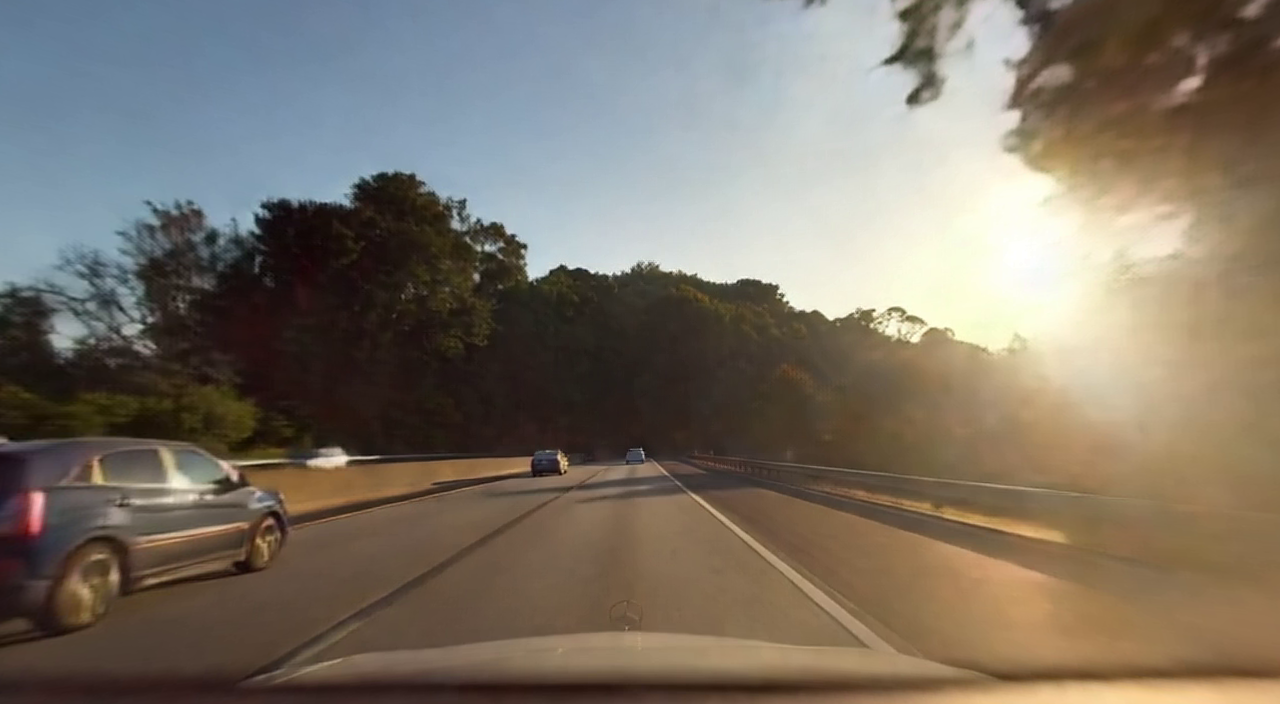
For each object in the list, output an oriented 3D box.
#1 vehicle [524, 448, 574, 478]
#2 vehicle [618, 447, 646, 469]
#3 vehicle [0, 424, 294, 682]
[{"bbox_3d":[-4.768,5.850,33.614,2.052,1.468,4.390,0,-9,0],"label":"vehicle"},{"bbox_3d":[-0.694,8.214,49.076,2.070,1.603,4.806,0,-9,-2],"label":"vehicle"},{"bbox_3d":[-4.701,1.328,4.657,1.838,1.508,4.317,0,-9,0],"label":"vehicle"}]
